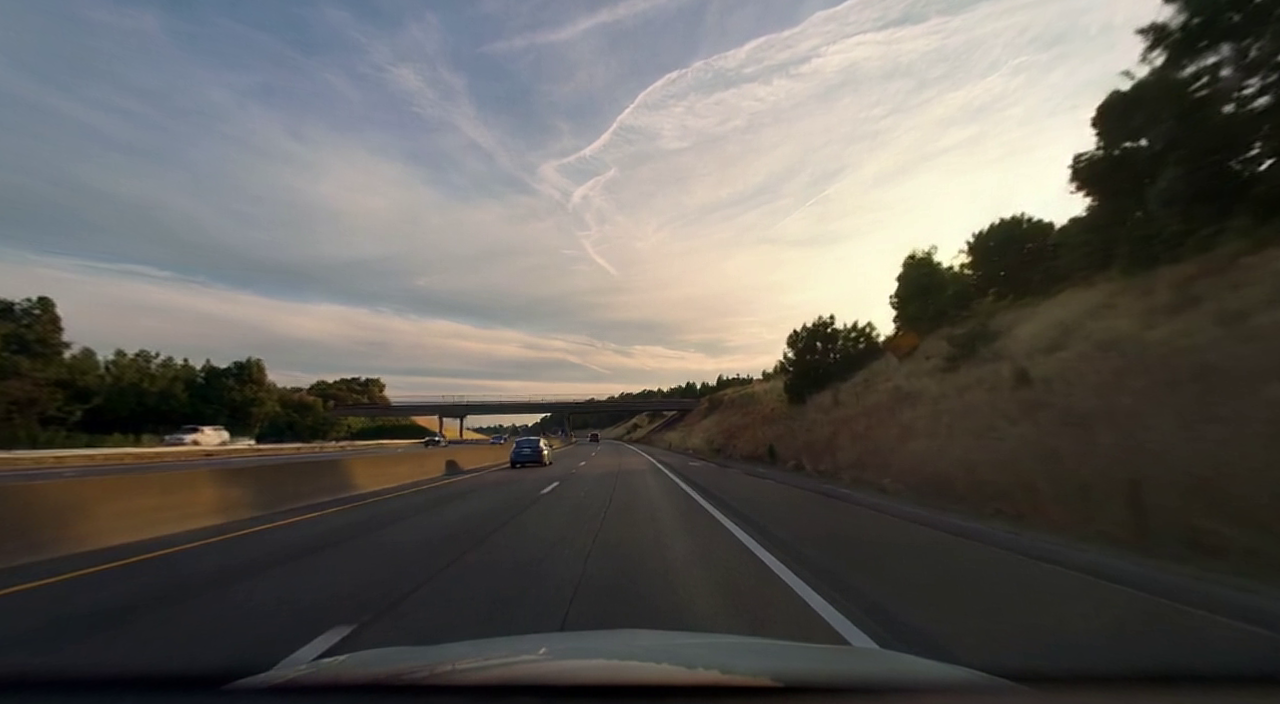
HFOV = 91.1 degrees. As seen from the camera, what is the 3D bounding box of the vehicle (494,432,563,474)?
[{"bbox_3d":[-4.337,3.981,25.170,2.005,1.509,4.260,0,-8,-1],"label":"vehicle"}]
